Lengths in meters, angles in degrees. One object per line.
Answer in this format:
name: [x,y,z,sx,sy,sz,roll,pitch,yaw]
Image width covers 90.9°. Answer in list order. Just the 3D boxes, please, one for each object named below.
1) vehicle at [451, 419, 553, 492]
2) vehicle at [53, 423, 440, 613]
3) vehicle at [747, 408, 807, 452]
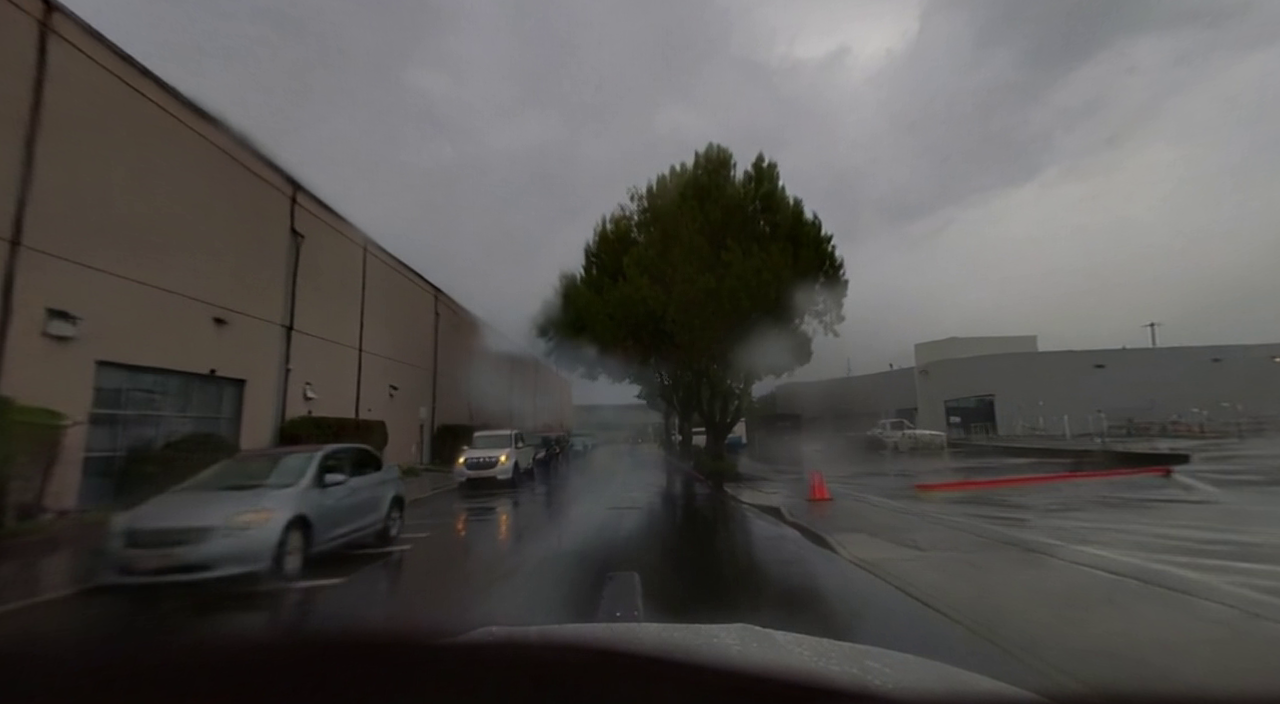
vehicle: [-4.143,3.259,19.777,2.161,1.843,5.181,-4,-10,-2]
vehicle: [-4.160,1.809,7.791,2.040,1.501,4.440,-4,-9,-2]
vehicle: [10.291,6.007,48.155,2.622,3.108,7.053,0,-8,-3]
